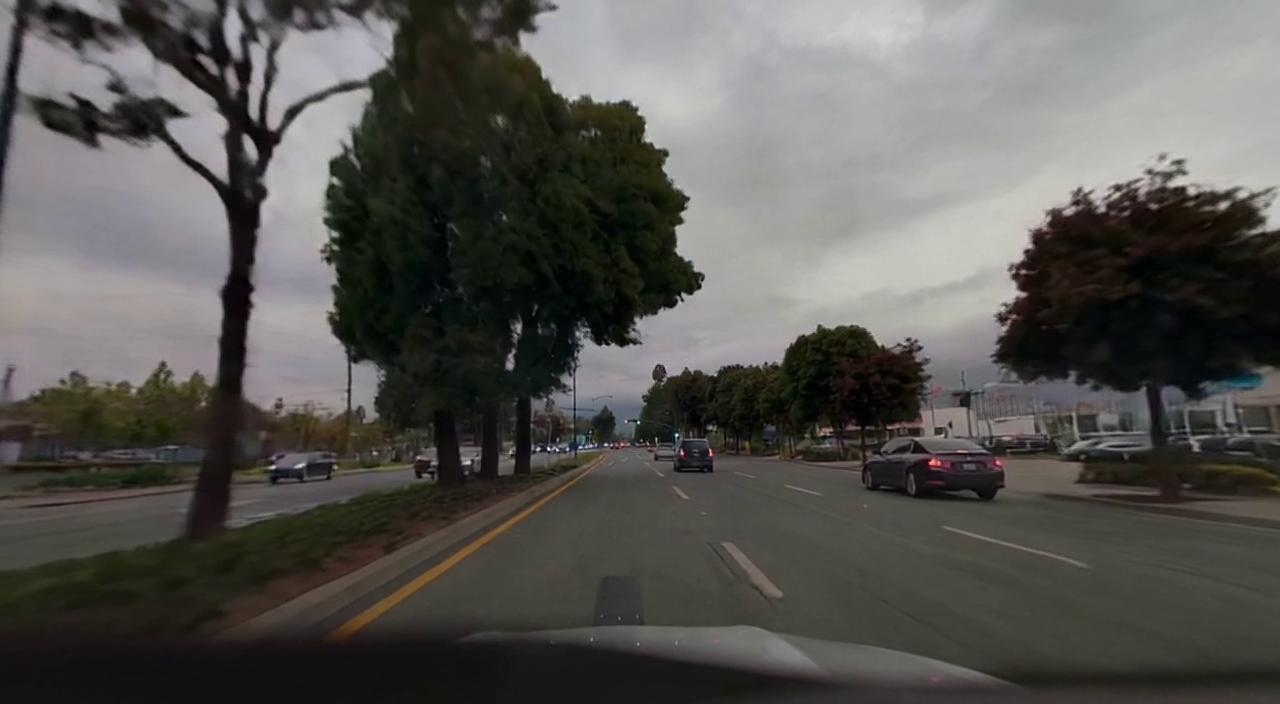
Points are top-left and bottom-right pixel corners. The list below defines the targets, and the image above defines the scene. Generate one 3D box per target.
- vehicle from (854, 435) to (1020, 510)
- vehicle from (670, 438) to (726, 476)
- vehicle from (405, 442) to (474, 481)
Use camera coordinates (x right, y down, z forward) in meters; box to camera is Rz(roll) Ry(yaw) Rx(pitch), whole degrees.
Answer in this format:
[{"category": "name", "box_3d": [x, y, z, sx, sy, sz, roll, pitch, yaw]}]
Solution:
[{"category": "vehicle", "box_3d": [6.852, 2.796, 15.107, 1.886, 1.528, 4.169, 0, -9, -1]}, {"category": "vehicle", "box_3d": [2.629, 4.909, 29.622, 2.161, 1.676, 4.151, 0, -9, -1]}, {"category": "vehicle", "box_3d": [-9.426, 5.177, 29.939, 1.968, 1.684, 4.265, 0, -9, -2]}]
